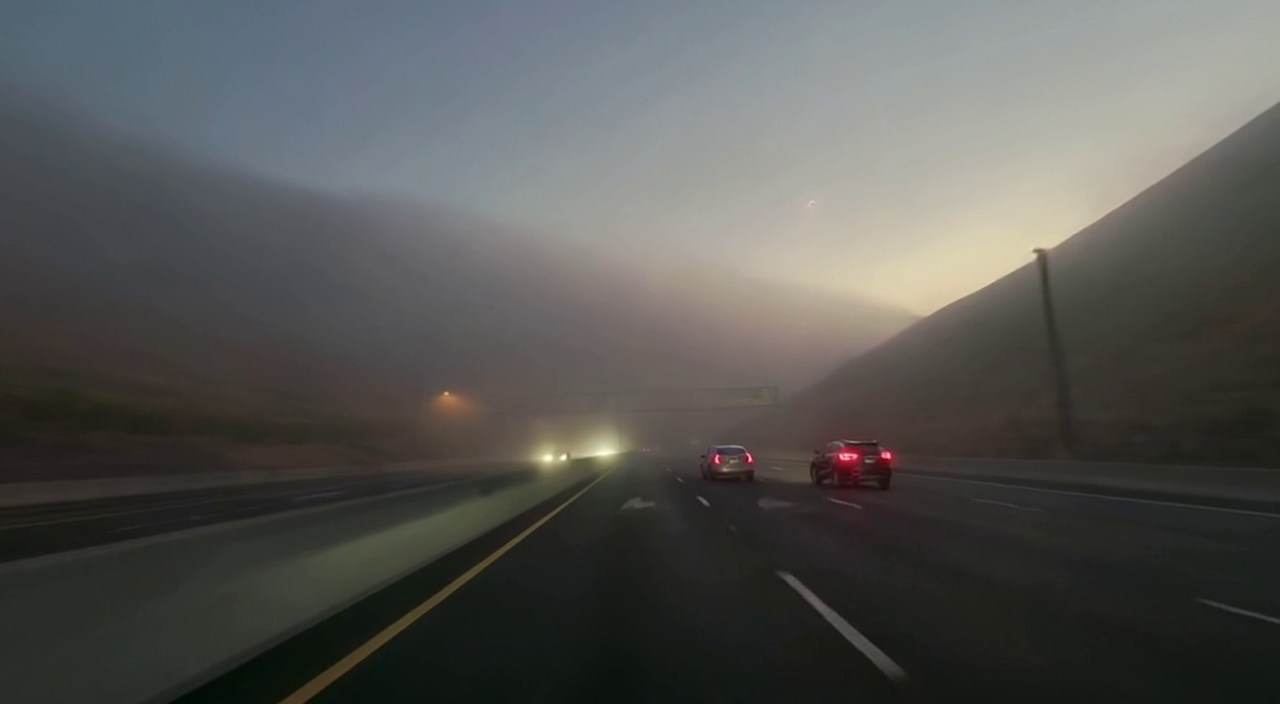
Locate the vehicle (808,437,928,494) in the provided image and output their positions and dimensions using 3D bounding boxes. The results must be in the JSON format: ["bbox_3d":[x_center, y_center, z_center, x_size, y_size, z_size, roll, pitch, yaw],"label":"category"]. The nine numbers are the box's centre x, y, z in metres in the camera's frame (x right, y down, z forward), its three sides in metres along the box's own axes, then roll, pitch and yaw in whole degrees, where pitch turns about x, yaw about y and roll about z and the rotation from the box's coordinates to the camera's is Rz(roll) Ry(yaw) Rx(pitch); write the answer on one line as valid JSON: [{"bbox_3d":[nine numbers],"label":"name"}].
[{"bbox_3d":[6.900,3.462,19.696,1.988,1.530,4.777,0,-8,0],"label":"vehicle"}]

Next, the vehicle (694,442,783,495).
[{"bbox_3d":[2.906,3.542,19.554,2.044,1.444,4.216,0,-8,-1],"label":"vehicle"}]
